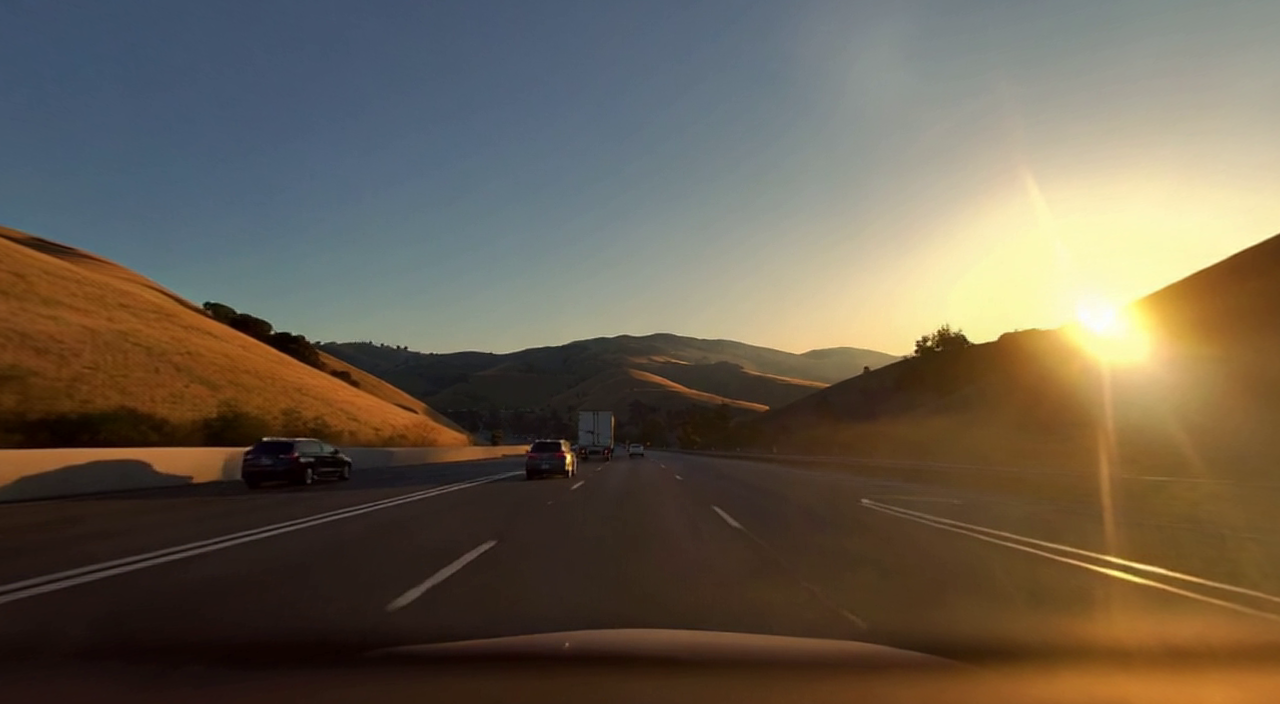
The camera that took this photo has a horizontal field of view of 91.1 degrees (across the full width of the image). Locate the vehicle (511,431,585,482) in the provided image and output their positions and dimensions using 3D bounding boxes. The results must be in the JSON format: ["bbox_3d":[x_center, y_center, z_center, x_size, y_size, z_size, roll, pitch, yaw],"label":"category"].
[{"bbox_3d":[-3.413,3.985,24.187,2.099,1.734,4.413,0,-8,1],"label":"vehicle"}]

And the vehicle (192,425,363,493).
[{"bbox_3d":[-11.114,3.323,19.922,2.130,1.828,5.523,0,-8,0],"label":"vehicle"}]
